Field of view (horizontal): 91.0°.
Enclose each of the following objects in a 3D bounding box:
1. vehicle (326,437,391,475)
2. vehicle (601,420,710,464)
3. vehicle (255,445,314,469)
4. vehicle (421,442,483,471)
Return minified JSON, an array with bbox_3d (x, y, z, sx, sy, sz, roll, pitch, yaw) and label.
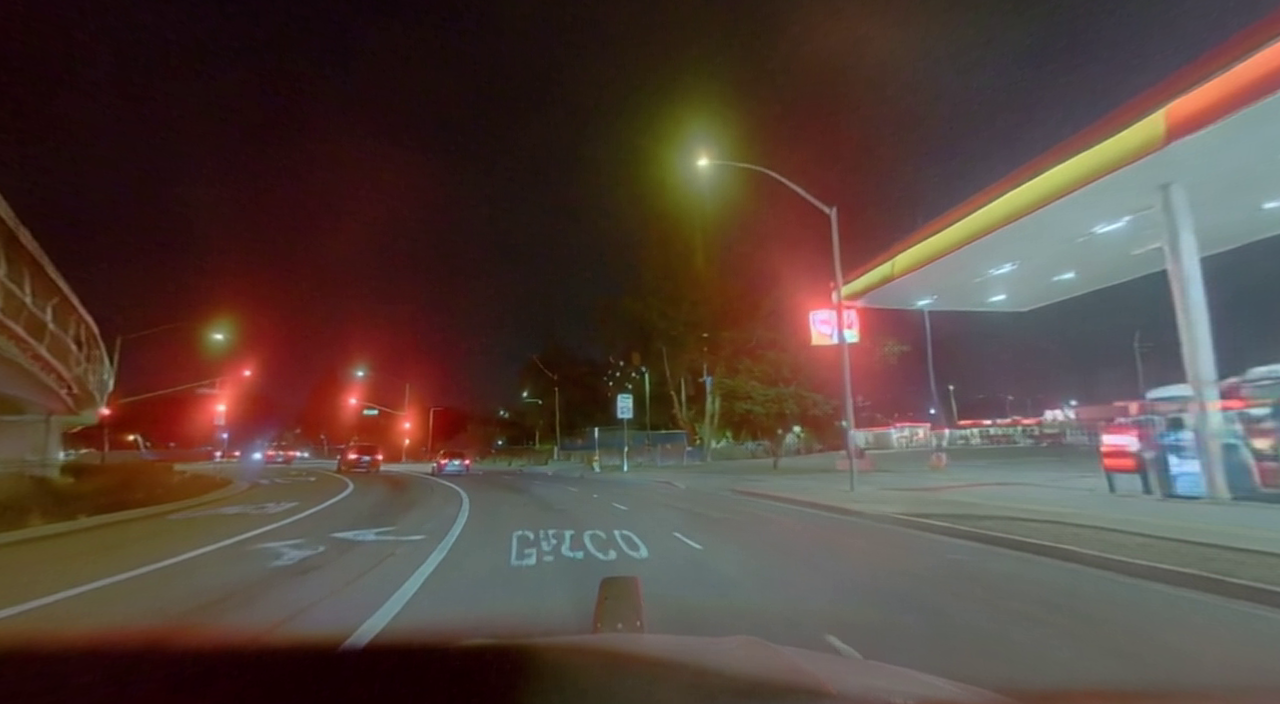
[{"bbox_3d":[-16.338,5.970,36.404,2.254,2.006,4.766,7,-11,-37],"label":"vehicle"},{"bbox_3d":[1.166,6.851,47.729,7.741,3.106,2.906,-4,-10,26],"label":"vehicle"},{"bbox_3d":[-26.346,7.750,46.648,4.546,1.650,1.940,-6,-11,35],"label":"vehicle"},{"bbox_3d":[-12.783,7.046,42.658,2.202,1.822,4.826,7,-11,-39],"label":"vehicle"}]
